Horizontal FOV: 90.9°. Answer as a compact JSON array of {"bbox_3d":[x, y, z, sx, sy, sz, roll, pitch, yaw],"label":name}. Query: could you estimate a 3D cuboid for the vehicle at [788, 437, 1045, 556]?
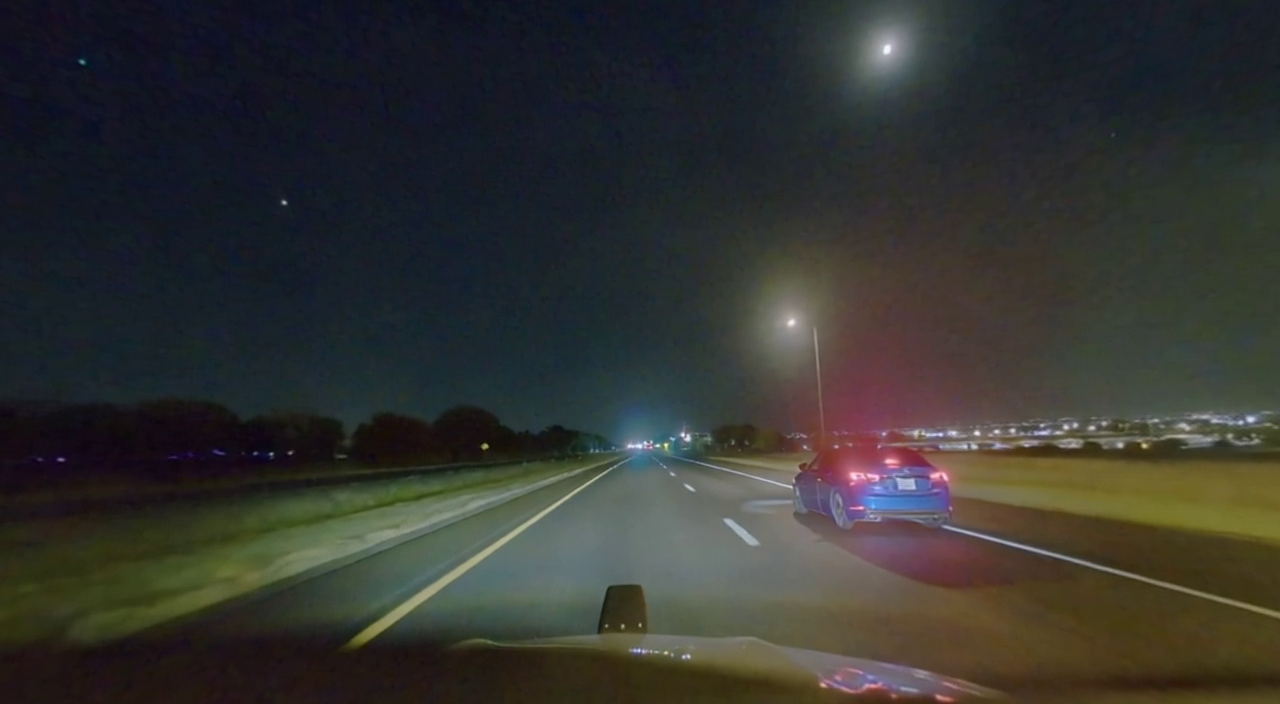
[{"bbox_3d":[4.103,2.207,10.502,2.053,1.490,4.799,0,-8,-1],"label":"vehicle"}]
